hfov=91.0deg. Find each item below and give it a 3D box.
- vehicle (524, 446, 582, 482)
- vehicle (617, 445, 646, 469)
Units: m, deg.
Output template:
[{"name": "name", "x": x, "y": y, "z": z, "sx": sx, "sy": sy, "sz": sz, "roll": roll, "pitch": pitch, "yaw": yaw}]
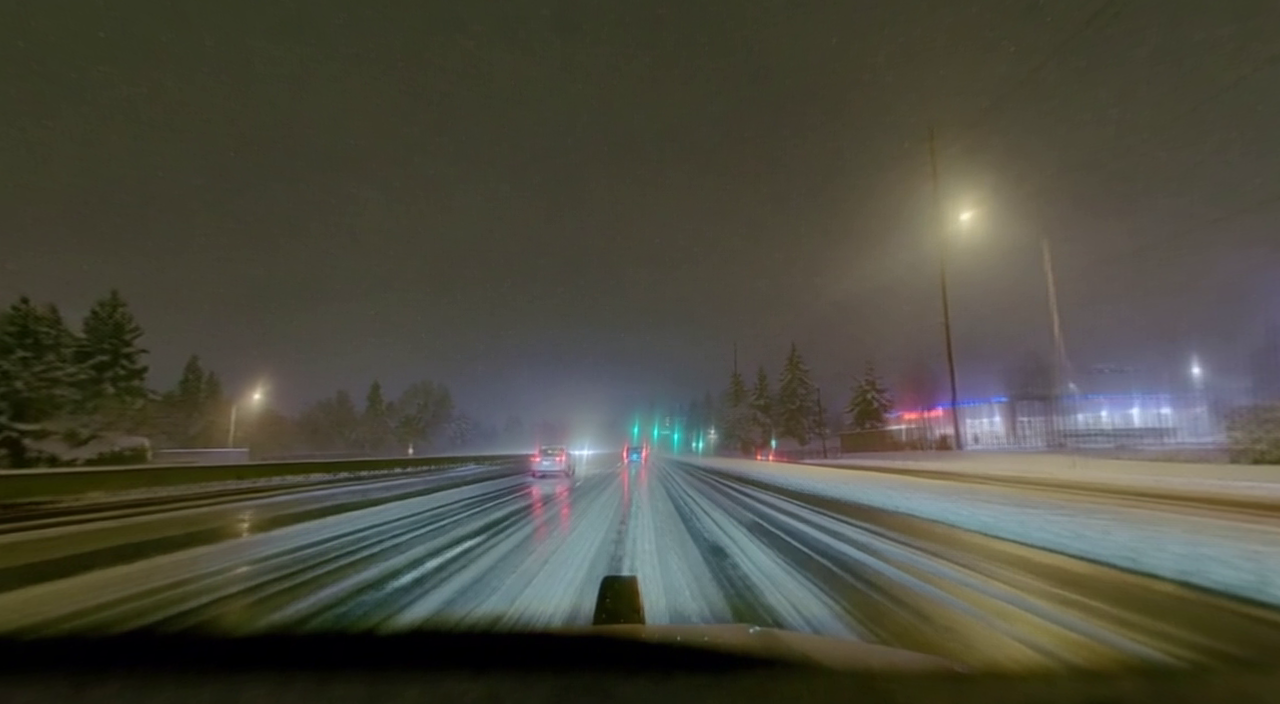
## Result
[{"name": "vehicle", "x": -4.034, "y": 5.292, "z": 29.959, "sx": 2.071, "sy": 1.553, "sz": 4.388, "roll": 0, "pitch": -9, "yaw": 1}, {"name": "vehicle", "x": -0.607, "y": 7.908, "z": 47.501, "sx": 2.102, "sy": 1.692, "sz": 4.057, "roll": 0, "pitch": -9, "yaw": 1}]
